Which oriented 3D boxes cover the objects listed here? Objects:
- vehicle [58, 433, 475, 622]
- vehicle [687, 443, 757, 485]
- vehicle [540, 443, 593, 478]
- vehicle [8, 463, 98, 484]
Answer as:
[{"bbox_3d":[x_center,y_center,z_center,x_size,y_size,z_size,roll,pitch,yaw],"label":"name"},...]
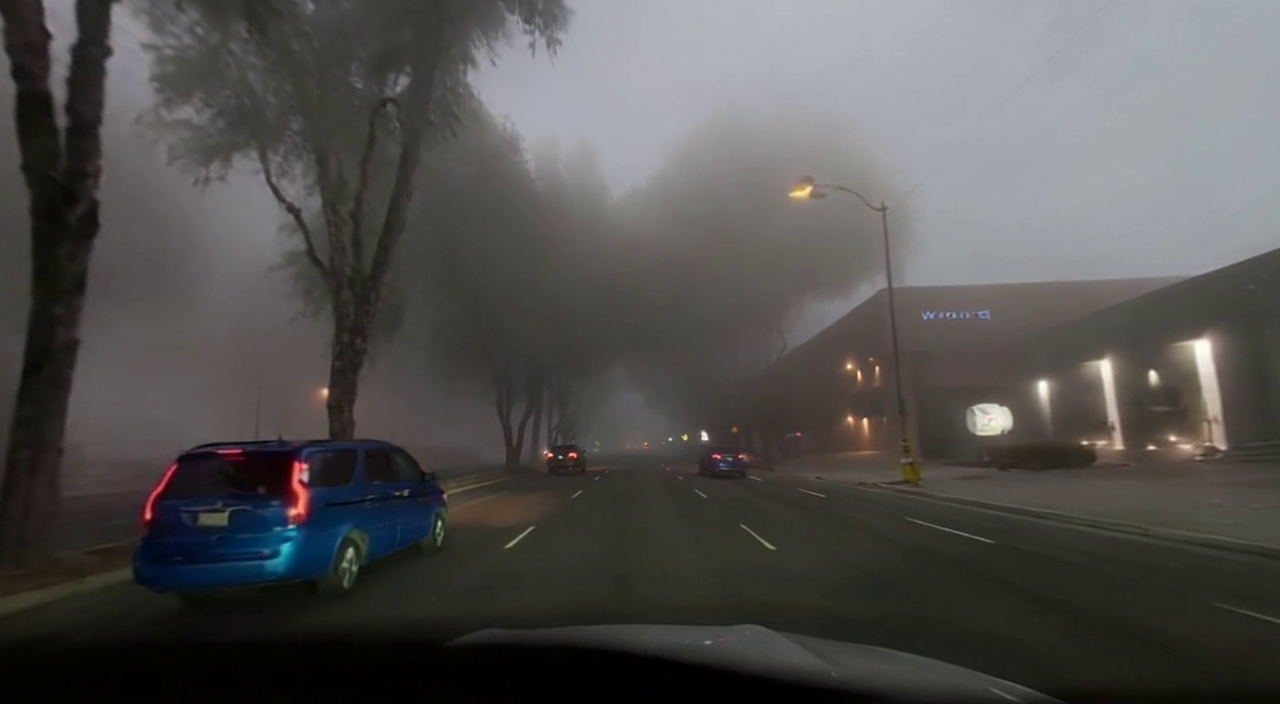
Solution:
[{"bbox_3d":[-3.528,1.721,7.231,2.060,1.466,4.387,0,-9,0],"label":"vehicle"},{"bbox_3d":[3.079,4.317,24.688,1.961,1.482,4.538,0,-9,-2],"label":"vehicle"},{"bbox_3d":[-3.773,5.659,33.346,2.145,1.694,4.642,0,-9,1],"label":"vehicle"},{"bbox_3d":[-43.344,8.979,46.711,4.623,1.474,1.905,0,-9,-2],"label":"vehicle"}]
